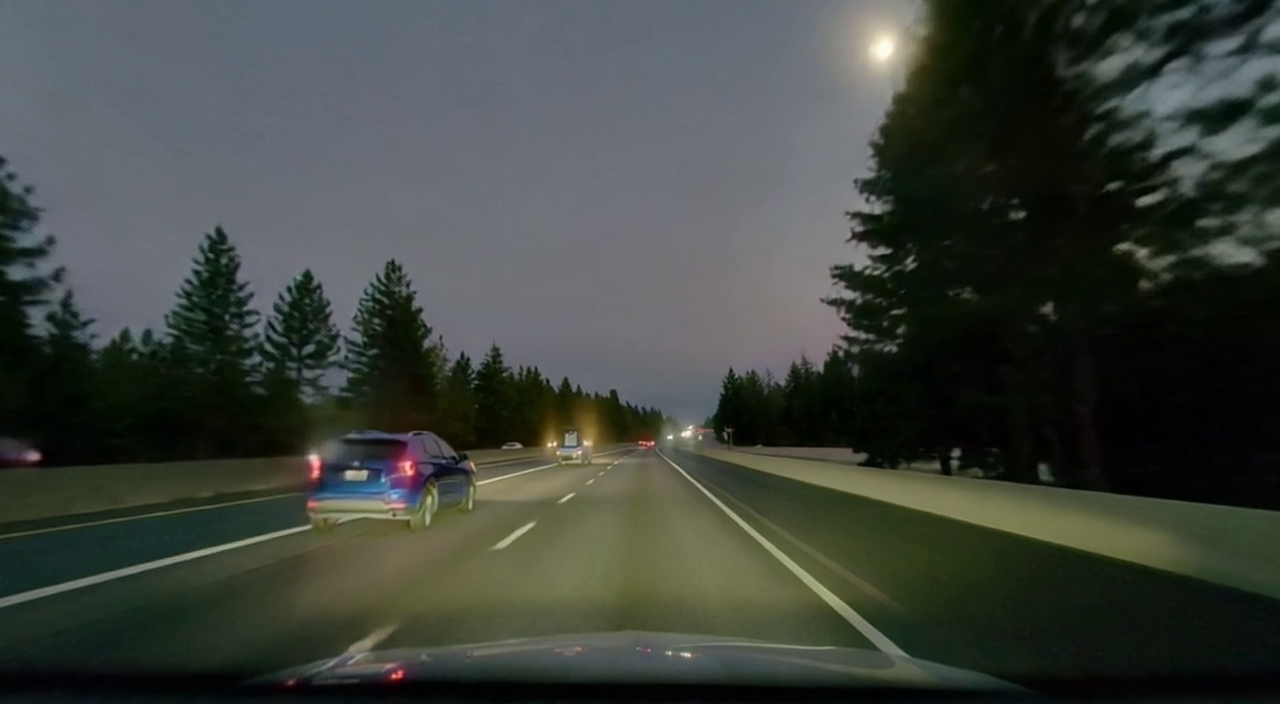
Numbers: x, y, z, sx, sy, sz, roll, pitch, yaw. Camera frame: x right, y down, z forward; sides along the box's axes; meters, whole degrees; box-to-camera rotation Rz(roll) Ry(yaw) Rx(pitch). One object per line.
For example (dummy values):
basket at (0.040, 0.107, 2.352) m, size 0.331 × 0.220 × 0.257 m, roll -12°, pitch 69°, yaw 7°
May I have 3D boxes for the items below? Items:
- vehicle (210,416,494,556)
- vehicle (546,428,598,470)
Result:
vehicle at (-3.855, 1.874, 9.589) m, size 2.053 × 1.589 × 4.671 m, roll 0°, pitch -8°, yaw 1°
vehicle at (-3.656, 5.322, 34.578) m, size 2.241 × 2.095 × 4.985 m, roll 0°, pitch -8°, yaw 1°
